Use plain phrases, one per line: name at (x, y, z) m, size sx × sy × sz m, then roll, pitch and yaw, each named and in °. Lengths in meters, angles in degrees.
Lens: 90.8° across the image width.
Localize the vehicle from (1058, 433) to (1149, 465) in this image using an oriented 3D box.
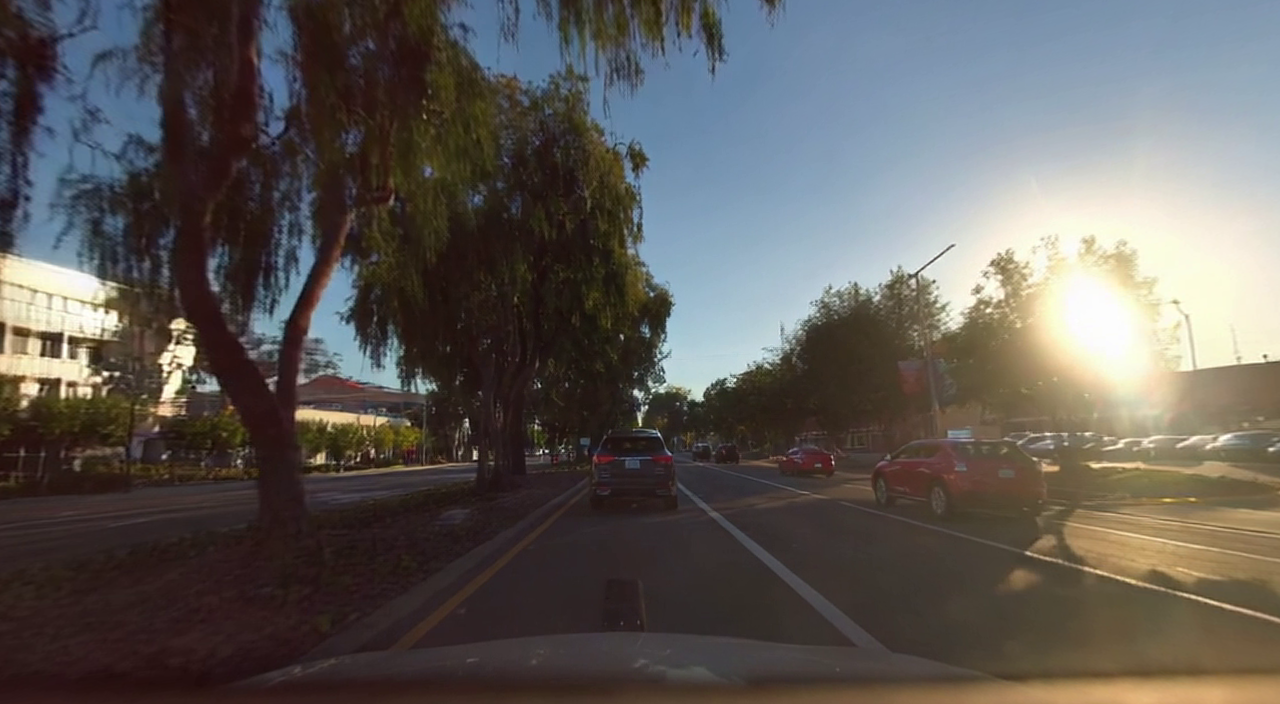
vehicle at (27.826, 5.858, 38.130) m, size 1.967 × 1.803 × 4.305 m, roll 0°, pitch -9°, yaw -3°

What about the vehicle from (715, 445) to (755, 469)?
vehicle at (6.516, 7.262, 43.883) m, size 1.914 × 1.523 × 4.287 m, roll 0°, pitch -9°, yaw -2°

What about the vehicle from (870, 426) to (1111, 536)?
vehicle at (6.337, 2.362, 12.206) m, size 2.056 × 1.703 × 4.428 m, roll 0°, pitch -9°, yaw 0°

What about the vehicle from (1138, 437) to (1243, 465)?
vehicle at (33.252, 5.996, 38.373) m, size 1.959 × 1.580 × 4.873 m, roll 0°, pitch -9°, yaw 0°

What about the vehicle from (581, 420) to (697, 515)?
vehicle at (-0.022, 2.636, 14.820) m, size 2.320 × 1.880 × 4.192 m, roll 0°, pitch -9°, yaw 0°

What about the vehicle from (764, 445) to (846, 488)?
vehicle at (6.493, 4.533, 25.460) m, size 2.035 × 1.553 × 4.465 m, roll 0°, pitch -9°, yaw -1°
